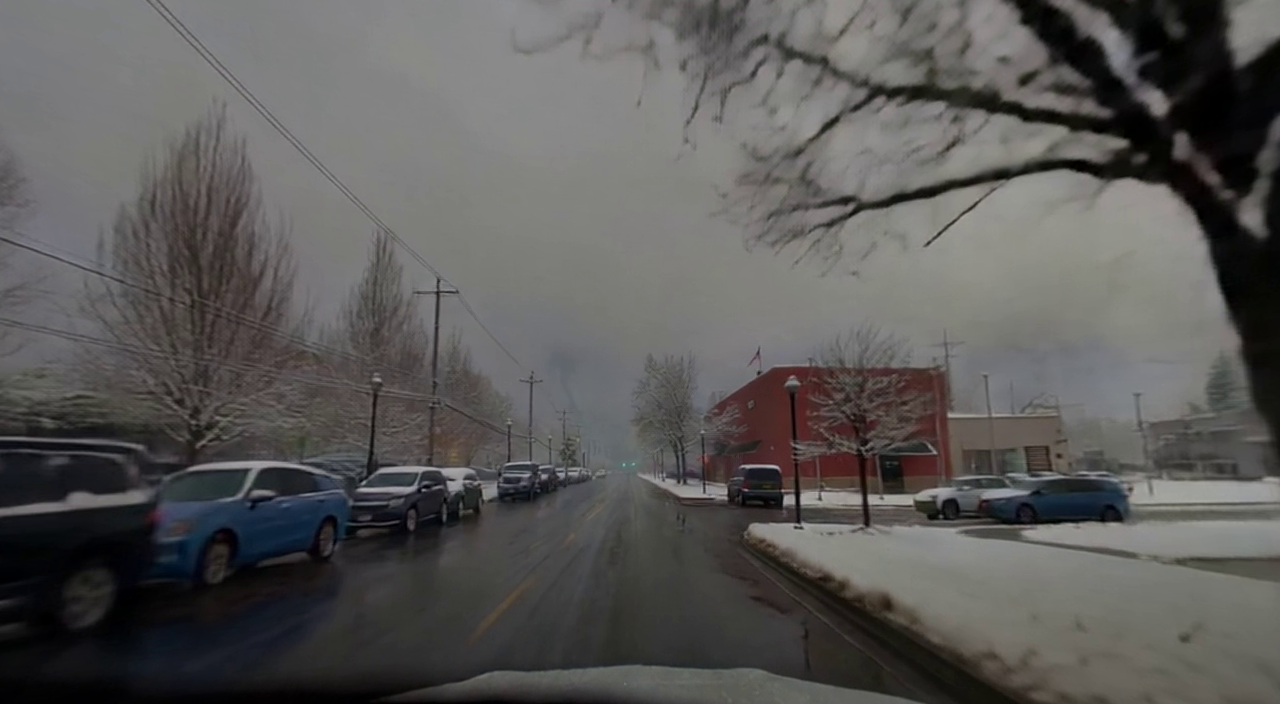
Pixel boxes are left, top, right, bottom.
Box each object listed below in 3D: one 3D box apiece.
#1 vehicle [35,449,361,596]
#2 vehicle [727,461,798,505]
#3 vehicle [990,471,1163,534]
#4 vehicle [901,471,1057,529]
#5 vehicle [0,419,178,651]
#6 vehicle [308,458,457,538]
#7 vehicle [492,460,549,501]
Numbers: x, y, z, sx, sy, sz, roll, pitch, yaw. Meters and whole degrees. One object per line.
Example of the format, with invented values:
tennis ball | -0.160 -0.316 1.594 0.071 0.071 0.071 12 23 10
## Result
vehicle | -5.805 2.278 9.071 1.820 1.578 4.043 1 -11 -2
vehicle | 5.383 5.866 28.454 2.054 1.779 4.650 1 -11 -3
vehicle | 13.257 4.566 19.499 1.880 1.644 4.110 3 -10 -12
vehicle | 10.045 4.429 19.203 1.926 1.469 4.654 2 -11 -4
vehicle | -5.644 1.356 4.314 1.848 1.683 4.208 -4 -8 -1
vehicle | -6.079 3.500 15.524 1.957 1.634 4.164 1 -11 -2
vehicle | -6.323 6.889 33.995 2.196 2.001 5.548 1 -11 -3
